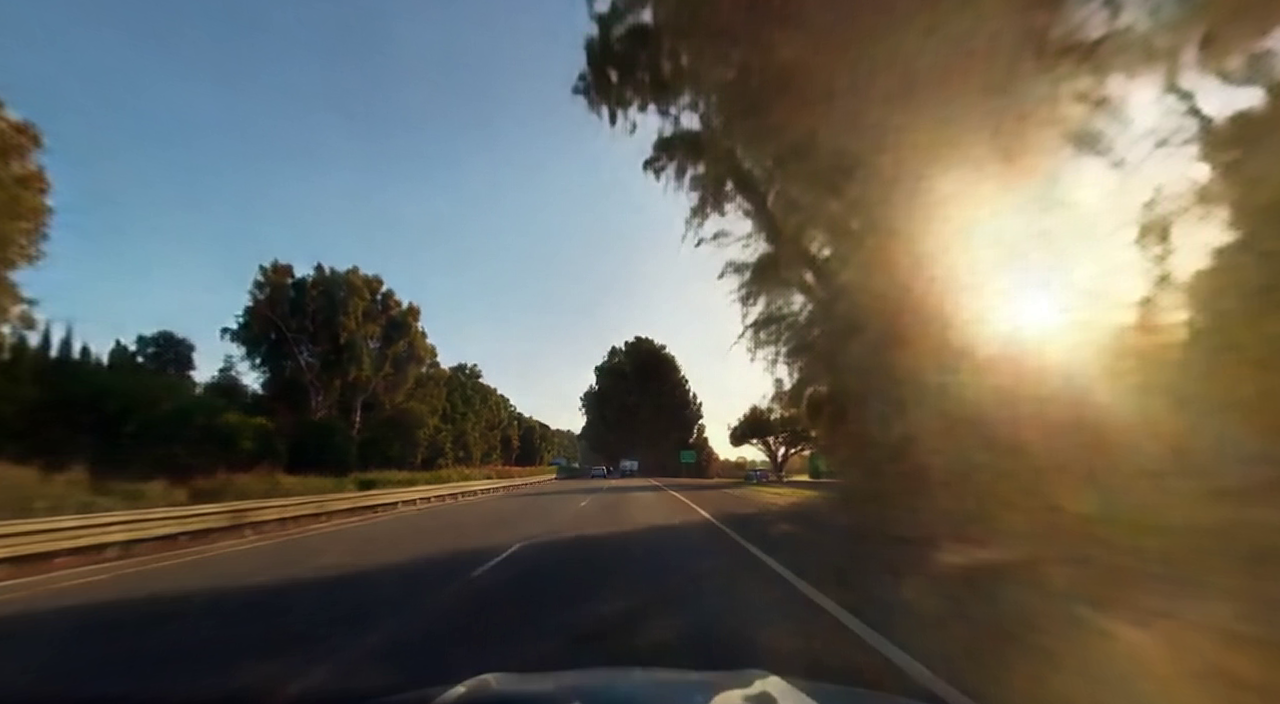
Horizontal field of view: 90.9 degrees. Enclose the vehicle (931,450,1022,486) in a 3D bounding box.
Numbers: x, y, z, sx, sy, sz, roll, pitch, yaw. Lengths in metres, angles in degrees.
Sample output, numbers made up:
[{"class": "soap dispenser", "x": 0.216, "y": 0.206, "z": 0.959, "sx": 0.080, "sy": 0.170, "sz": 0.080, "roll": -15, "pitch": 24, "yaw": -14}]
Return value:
[{"class": "vehicle", "x": 16.157, "y": 5.624, "z": 30.521, "sx": 1.973, "sy": 1.540, "sz": 3.978, "roll": 2, "pitch": -11, "yaw": -4}]
